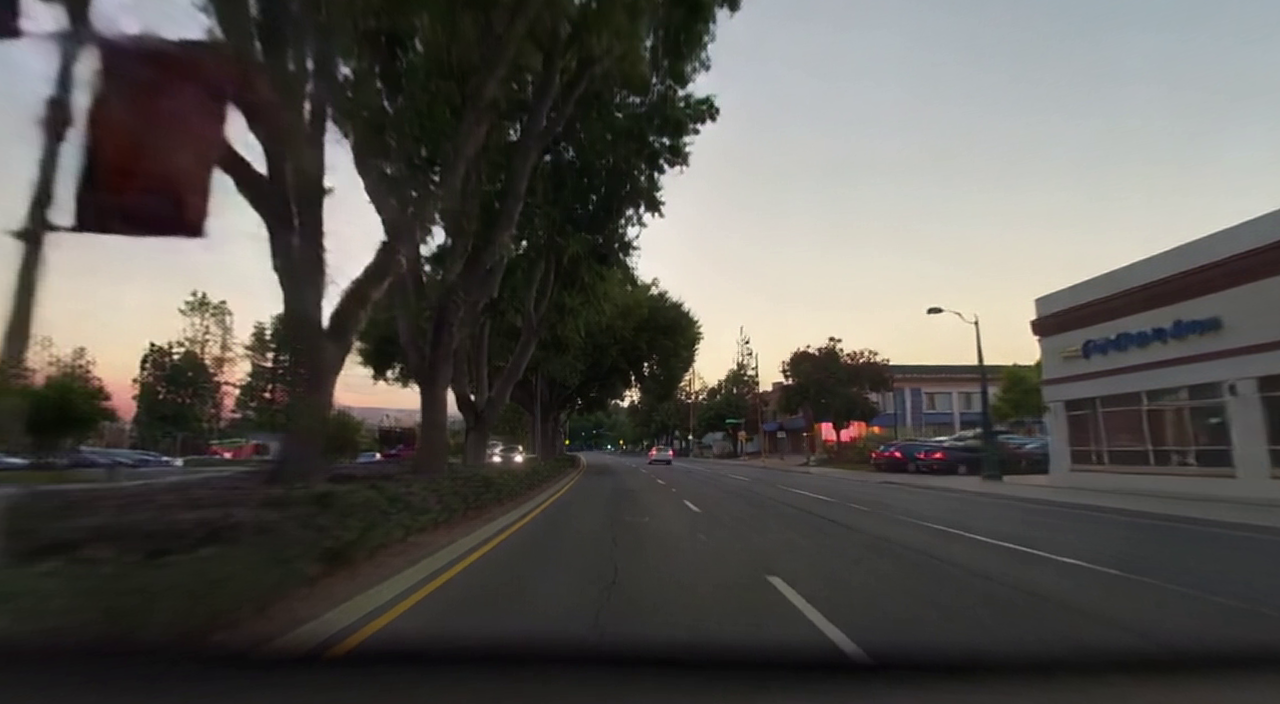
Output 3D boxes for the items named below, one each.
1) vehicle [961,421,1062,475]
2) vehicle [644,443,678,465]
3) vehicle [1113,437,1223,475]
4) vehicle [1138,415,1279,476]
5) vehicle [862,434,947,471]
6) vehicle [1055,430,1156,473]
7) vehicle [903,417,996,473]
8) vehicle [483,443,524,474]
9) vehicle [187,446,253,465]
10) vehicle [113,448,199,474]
[{"bbox_3d":[18.396,4.718,31.117,2.727,2.396,5.918,-9,-12,44],"label":"vehicle"},{"bbox_3d":[1.436,7.292,45.196,1.913,1.473,4.360,1,-9,-5],"label":"vehicle"},{"bbox_3d":[25.854,5.085,31.139,1.917,1.720,4.071,0,-9,2],"label":"vehicle"},{"bbox_3d":[28.974,4.660,31.591,2.248,2.714,6.788,0,-9,-3],"label":"vehicle"},{"bbox_3d":[15.117,5.695,35.937,5.161,1.927,2.464,8,-12,-43],"label":"vehicle"},{"bbox_3d":[22.748,4.887,31.273,2.747,1.912,6.426,-4,-9,25],"label":"vehicle"},{"bbox_3d":[16.290,4.871,33.105,5.908,2.641,2.303,8,-12,-43],"label":"vehicle"},{"bbox_3d":[-8.089,6.346,37.845,2.180,1.556,5.130,2,-7,-11],"label":"vehicle"},{"bbox_3d":[-32.473,8.025,48.932,3.768,1.443,1.800,0,-9,-4],"label":"vehicle"},{"bbox_3d":[-31.661,7.128,41.399,3.952,1.462,1.857,2,-6,-6],"label":"vehicle"}]
